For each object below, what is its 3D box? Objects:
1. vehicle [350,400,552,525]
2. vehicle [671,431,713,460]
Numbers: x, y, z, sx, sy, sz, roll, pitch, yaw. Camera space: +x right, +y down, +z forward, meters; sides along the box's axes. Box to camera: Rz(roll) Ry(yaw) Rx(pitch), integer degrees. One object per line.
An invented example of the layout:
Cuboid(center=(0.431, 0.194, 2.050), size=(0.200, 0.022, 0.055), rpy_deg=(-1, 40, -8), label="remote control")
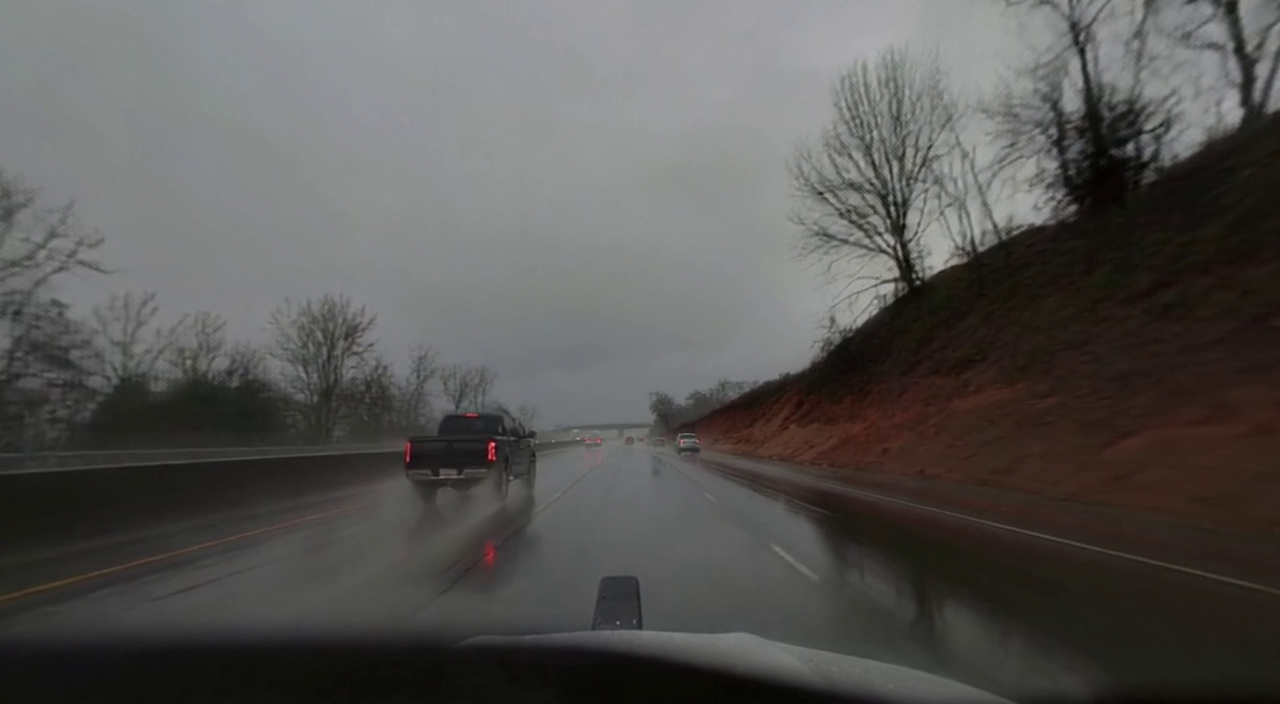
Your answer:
Cuboid(center=(-3.043, 1.903, 11.402), size=(2.185, 1.772, 4.656), rpy_deg=(0, -8, 0), label="vehicle")
Cuboid(center=(3.165, 5.790, 39.085), size=(2.124, 1.696, 4.173), rpy_deg=(0, -8, -2), label="vehicle")
